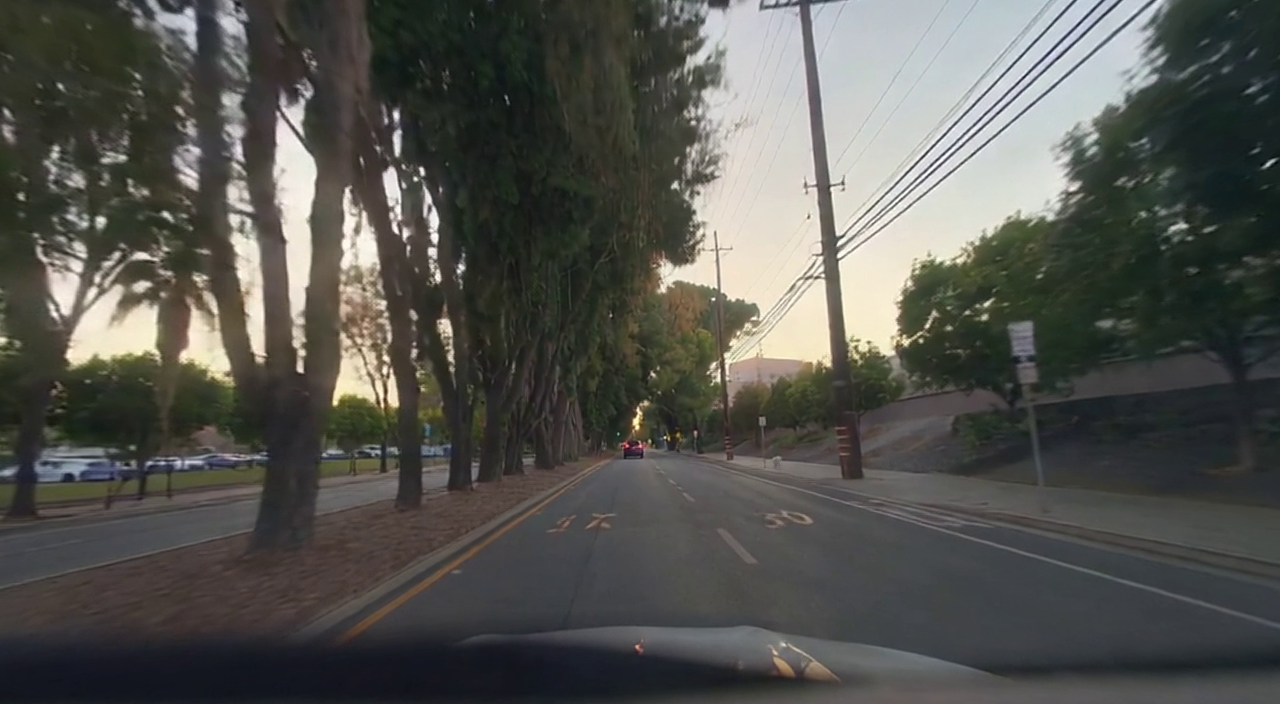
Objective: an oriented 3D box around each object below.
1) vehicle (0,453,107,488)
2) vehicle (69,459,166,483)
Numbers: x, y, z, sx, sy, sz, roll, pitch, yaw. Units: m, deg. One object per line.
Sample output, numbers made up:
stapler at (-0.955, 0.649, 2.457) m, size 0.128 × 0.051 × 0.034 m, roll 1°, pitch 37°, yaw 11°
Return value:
vehicle at (-33.939, 6.775, 36.125) m, size 5.051 × 1.657 × 2.023 m, roll -3°, pitch -8°, yaw 0°
vehicle at (-34.138, 7.763, 41.366) m, size 4.499 × 1.448 × 1.915 m, roll 0°, pitch -8°, yaw -3°
